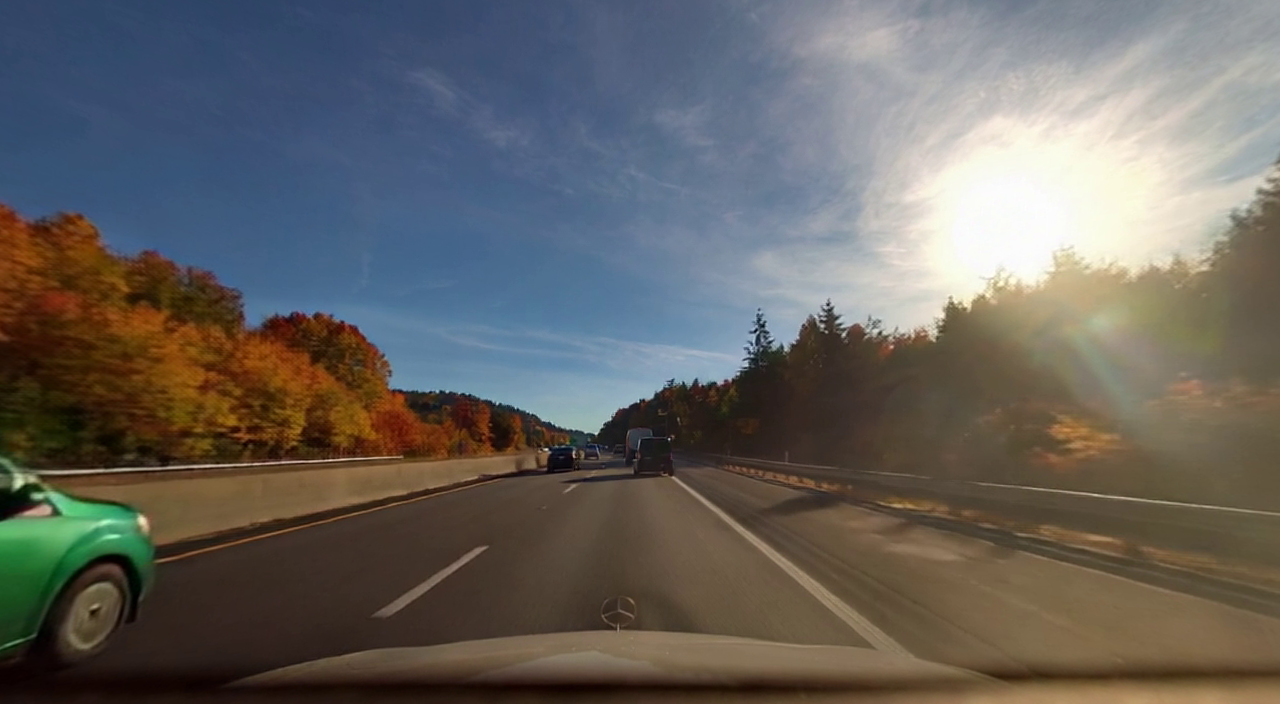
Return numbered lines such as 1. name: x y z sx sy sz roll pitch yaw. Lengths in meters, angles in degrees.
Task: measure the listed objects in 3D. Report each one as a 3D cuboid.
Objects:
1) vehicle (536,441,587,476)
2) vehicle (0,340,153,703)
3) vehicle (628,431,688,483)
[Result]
1. vehicle: -3.992 5.504 32.601 2.088 1.688 4.365 0 -9 0
2. vehicle: -4.095 0.673 1.918 2.021 1.790 3.907 0 -9 -1
3. vehicle: 0.609 4.262 25.587 2.179 1.930 4.538 0 -9 -2
